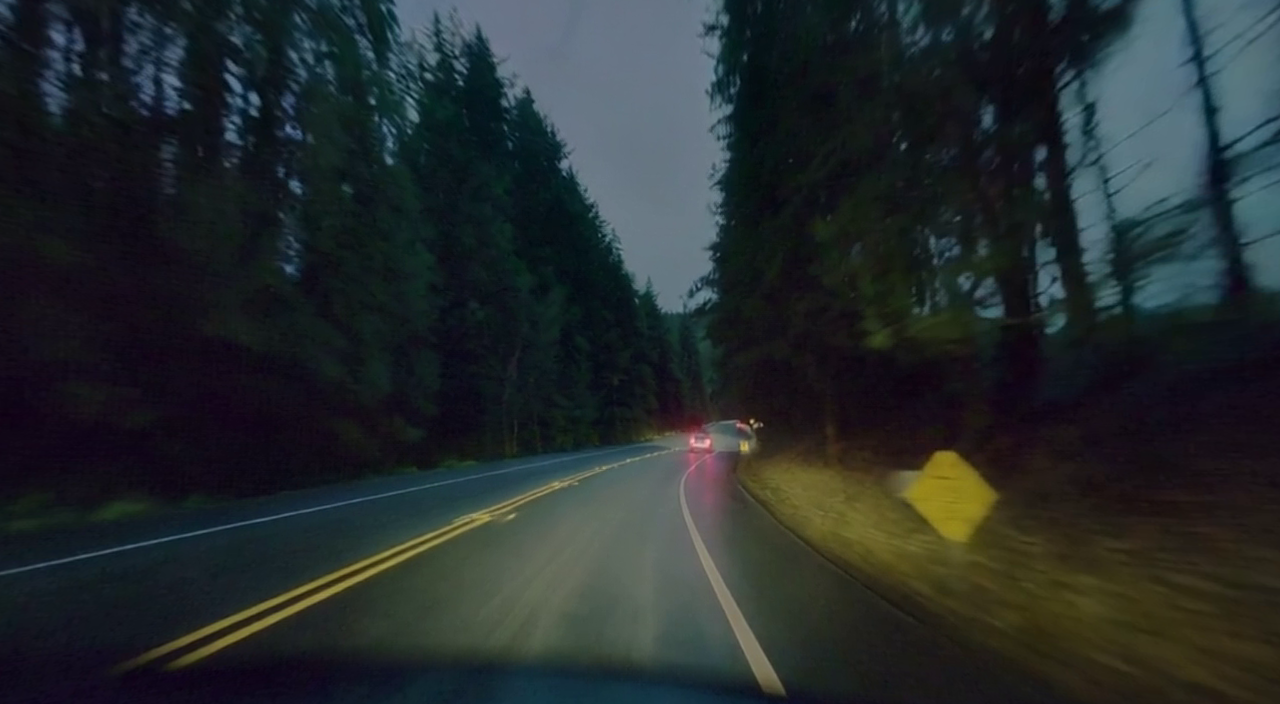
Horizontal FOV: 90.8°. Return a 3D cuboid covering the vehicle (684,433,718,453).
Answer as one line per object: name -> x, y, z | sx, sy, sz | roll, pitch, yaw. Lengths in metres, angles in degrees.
vehicle -> 4.837, 7.143, 49.654 | 2.042, 1.489, 4.078 | -2, -9, 14
